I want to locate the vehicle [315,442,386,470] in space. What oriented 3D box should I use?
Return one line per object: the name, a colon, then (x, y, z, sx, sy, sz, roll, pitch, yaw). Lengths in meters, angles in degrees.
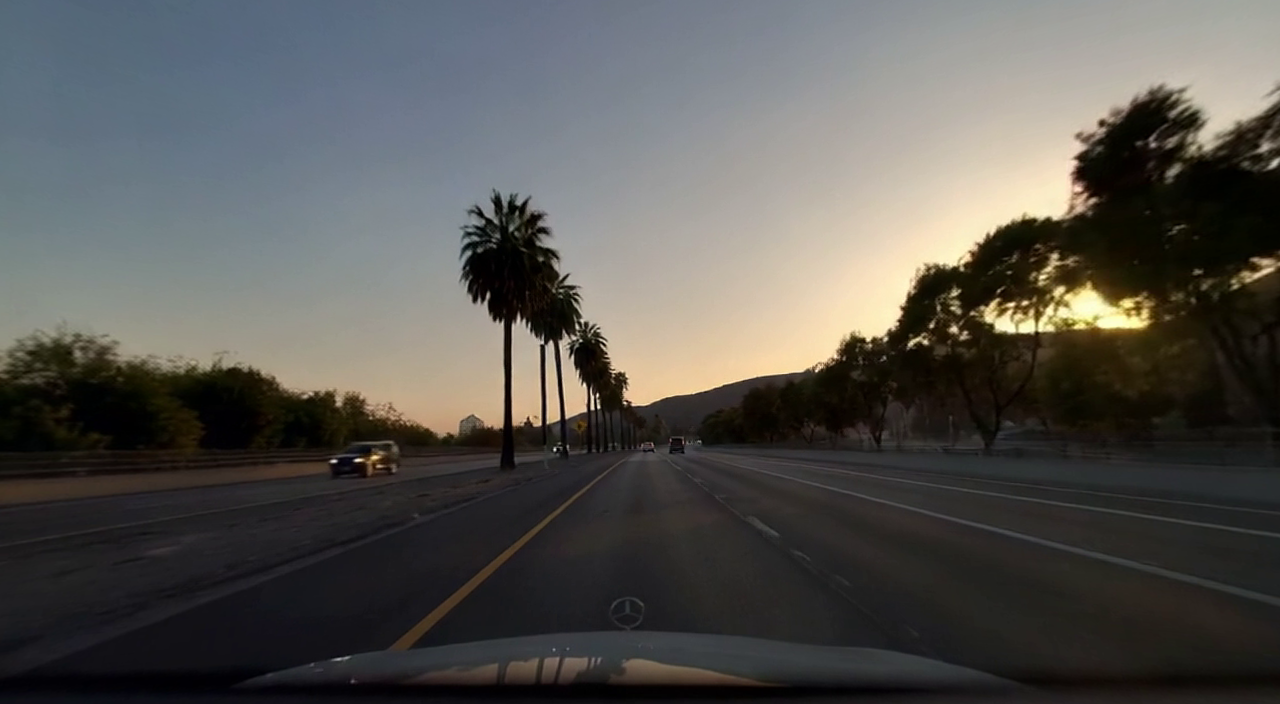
vehicle: (-16.949, 6.109, 37.178, 1.941, 1.538, 4.652, 0, -8, 1)
